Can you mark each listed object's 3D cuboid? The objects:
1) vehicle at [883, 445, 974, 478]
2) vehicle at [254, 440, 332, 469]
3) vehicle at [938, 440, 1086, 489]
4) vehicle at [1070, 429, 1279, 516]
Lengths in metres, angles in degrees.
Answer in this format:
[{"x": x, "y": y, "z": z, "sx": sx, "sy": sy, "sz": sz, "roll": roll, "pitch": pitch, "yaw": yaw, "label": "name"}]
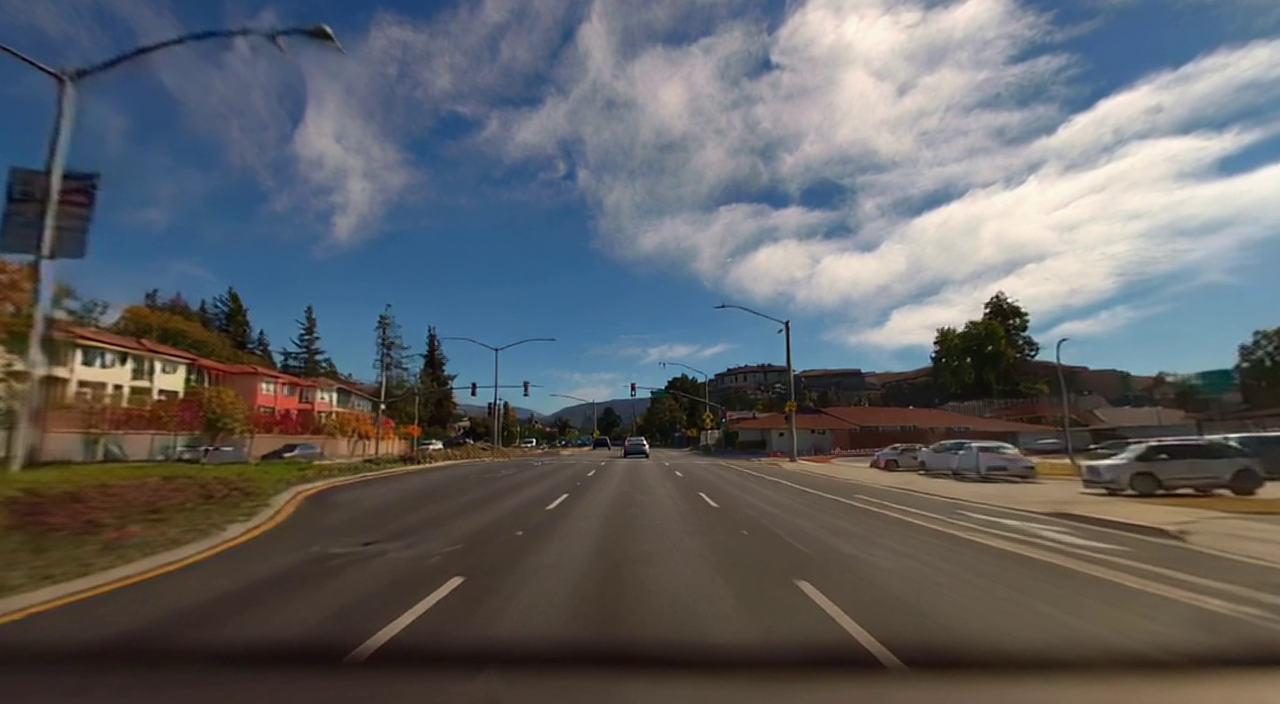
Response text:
[{"x": 12.669, "y": 4.799, "z": 28.088, "sx": 1.903, "sy": 1.330, "sz": 4.470, "roll": 0, "pitch": -8, "yaw": -1, "label": "vehicle"}, {"x": -19.414, "y": 5.732, "z": 35.589, "sx": 1.918, "sy": 1.472, "sz": 4.360, "roll": 0, "pitch": -8, "yaw": 0, "label": "vehicle"}, {"x": 12.502, "y": 3.781, "z": 21.716, "sx": 2.128, "sy": 1.467, "sz": 4.987, "roll": 0, "pitch": -8, "yaw": 1, "label": "vehicle"}, {"x": 12.658, "y": 2.727, "z": 14.856, "sx": 1.976, "sy": 1.706, "sz": 4.354, "roll": 0, "pitch": -8, "yaw": 0, "label": "vehicle"}]
